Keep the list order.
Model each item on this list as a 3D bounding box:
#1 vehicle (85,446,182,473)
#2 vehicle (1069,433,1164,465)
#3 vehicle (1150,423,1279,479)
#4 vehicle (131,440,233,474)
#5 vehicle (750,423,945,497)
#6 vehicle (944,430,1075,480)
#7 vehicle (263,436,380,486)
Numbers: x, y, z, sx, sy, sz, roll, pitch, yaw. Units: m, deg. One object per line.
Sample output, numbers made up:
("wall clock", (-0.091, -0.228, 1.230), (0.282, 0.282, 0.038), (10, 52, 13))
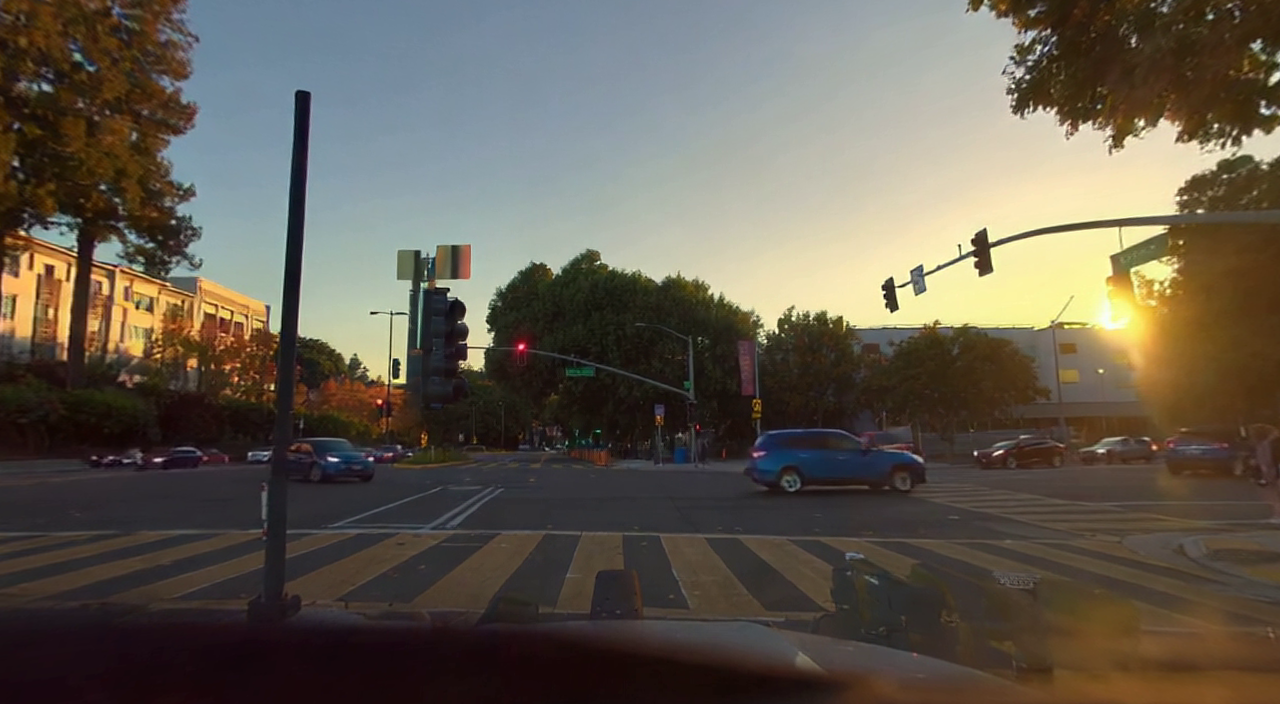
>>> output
("vehicle", (-31.011, 6.558, 38.921), (1.892, 1.525, 5.171), (0, -8, -3))
("vehicle", (27.655, 5.680, 36.939), (2.156, 1.719, 4.780), (-1, -8, 6))
("vehicle", (21.361, 3.629, 23.367), (6.196, 1.777, 2.457), (7, -11, -38))
("vehicle", (-23.882, 5.457, 33.180), (1.951, 1.609, 4.693), (0, -8, -2))
("vehicle", (5.444, 2.886, 17.077), (4.509, 1.821, 2.066), (0, -8, -2))
("vehicle", (14.457, 3.982, 24.695), (4.742, 1.762, 2.180), (4, -10, -29))
("vehicle", (-10.959, 3.672, 21.609), (4.312, 1.540, 2.007), (-7, -11, 41))
